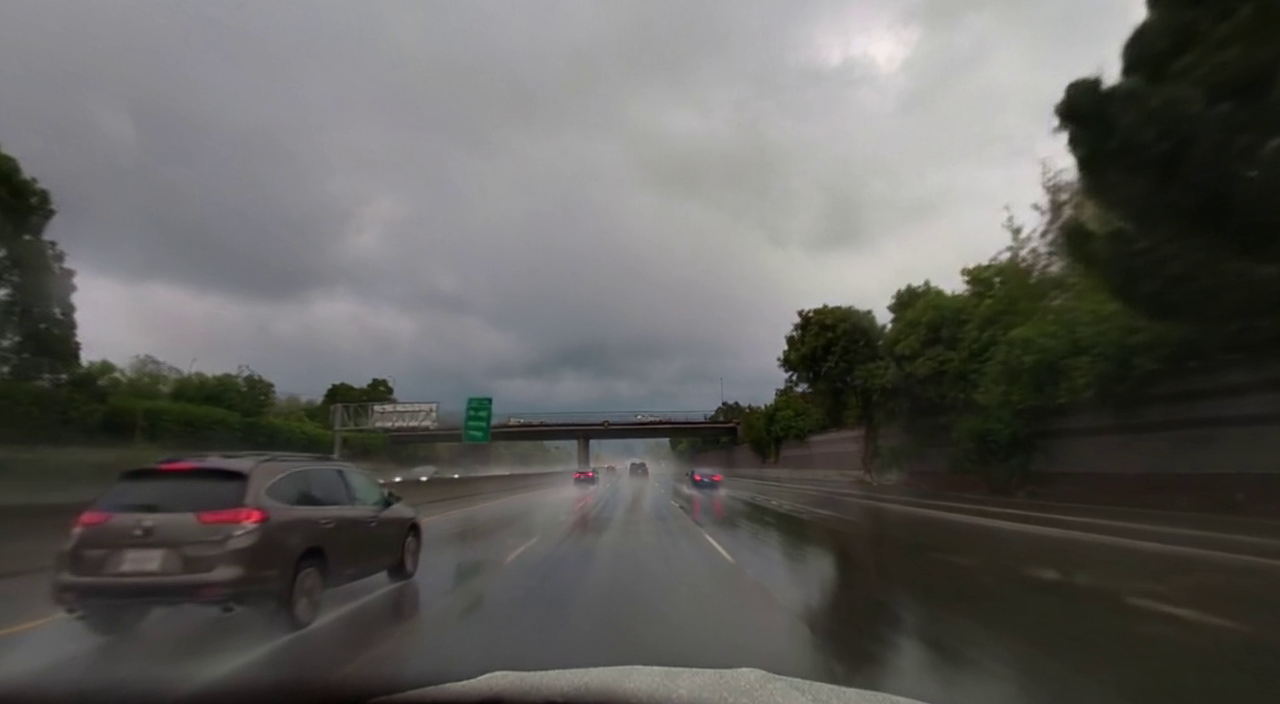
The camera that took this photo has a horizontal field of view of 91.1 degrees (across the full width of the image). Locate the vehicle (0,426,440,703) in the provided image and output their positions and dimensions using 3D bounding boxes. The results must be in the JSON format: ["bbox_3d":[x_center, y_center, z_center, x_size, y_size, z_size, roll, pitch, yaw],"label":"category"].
[{"bbox_3d":[-3.297,1.467,4.834,2.099,1.516,4.308,0,-10,0],"label":"vehicle"}]

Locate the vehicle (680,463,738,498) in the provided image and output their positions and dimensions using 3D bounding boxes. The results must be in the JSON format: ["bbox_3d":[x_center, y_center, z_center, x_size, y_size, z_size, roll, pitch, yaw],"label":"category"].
[{"bbox_3d":[3.160,6.035,29.716,2.092,1.518,4.348,1,-10,-2],"label":"vehicle"}]

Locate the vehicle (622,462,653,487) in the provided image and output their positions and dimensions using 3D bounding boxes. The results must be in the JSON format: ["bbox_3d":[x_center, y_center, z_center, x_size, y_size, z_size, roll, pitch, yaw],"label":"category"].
[{"bbox_3d":[-0.206,8.925,45.906,2.181,1.698,4.056,0,-10,-1],"label":"vehicle"}]
